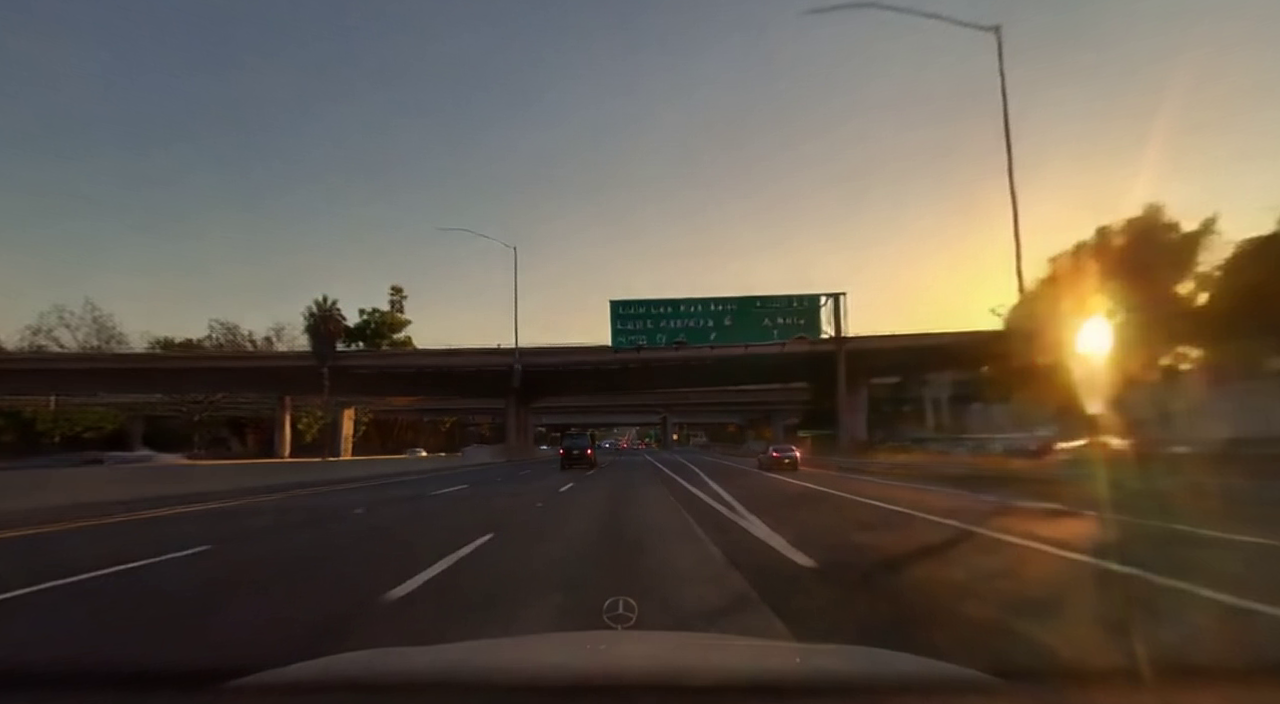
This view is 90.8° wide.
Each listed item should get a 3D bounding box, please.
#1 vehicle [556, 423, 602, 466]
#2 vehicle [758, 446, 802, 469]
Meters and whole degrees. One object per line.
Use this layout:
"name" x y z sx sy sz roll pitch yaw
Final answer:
"vehicle" -4.404 6.865 46.833 2.881 2.937 7.045 0 -9 -2
"vehicle" 9.412 7.106 42.829 2.035 1.491 4.246 0 -9 1
